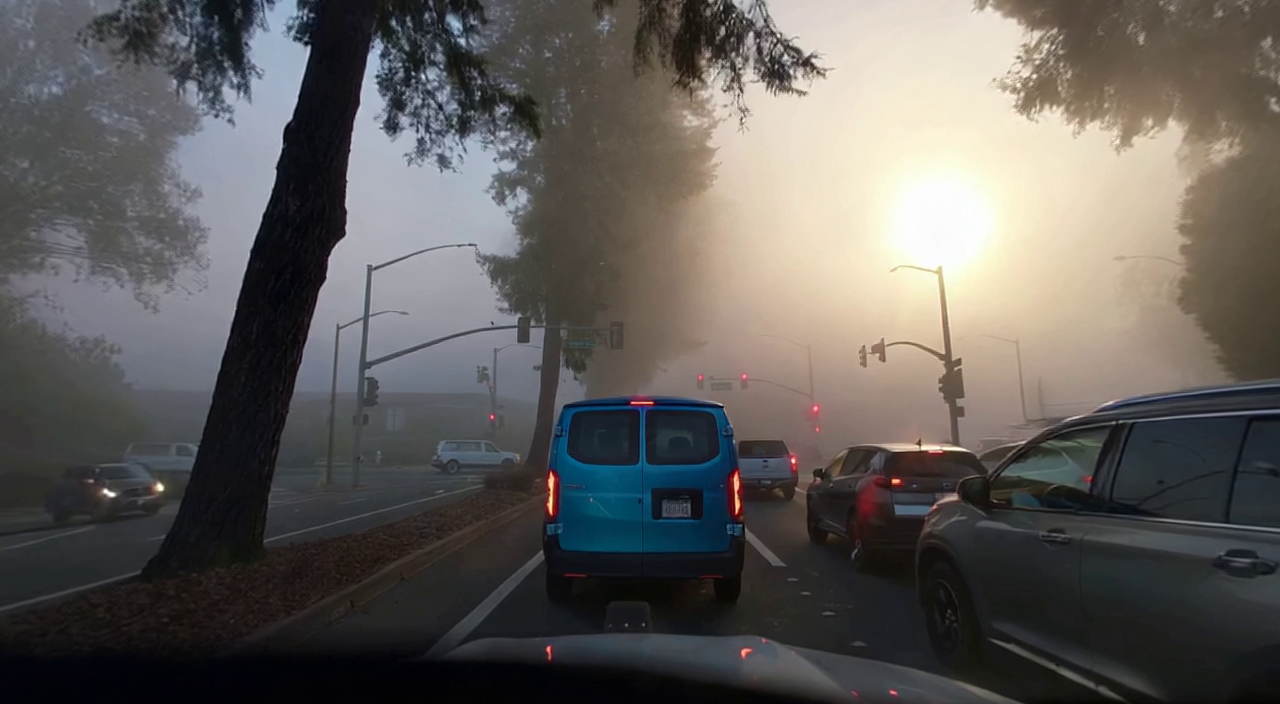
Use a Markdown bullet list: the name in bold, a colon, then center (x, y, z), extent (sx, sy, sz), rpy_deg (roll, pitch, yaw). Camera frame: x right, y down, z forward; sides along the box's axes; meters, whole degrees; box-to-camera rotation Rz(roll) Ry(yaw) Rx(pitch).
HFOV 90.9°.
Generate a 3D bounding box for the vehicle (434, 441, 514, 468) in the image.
- **vehicle**: center (-9.973, 6.144, 37.790), extent (4.479, 1.522, 2.003), rpy_deg (2, -9, -17)

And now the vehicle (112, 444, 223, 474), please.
- **vehicle**: center (-26.171, 5.917, 35.005), extent (4.498, 1.547, 1.886), rpy_deg (1, -8, -5)

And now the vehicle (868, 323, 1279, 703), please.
- **vehicle**: center (2.897, 0.950, 3.172), extent (1.971, 1.663, 4.287), rpy_deg (0, -8, 2)

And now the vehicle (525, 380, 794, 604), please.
- **vehicle**: center (0.179, 1.464, 7.421), extent (2.185, 1.822, 4.391), rpy_deg (0, -8, 1)

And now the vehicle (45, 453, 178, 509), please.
- **vehicle**: center (-18.009, 4.306, 21.442), extent (4.654, 1.488, 2.023), rpy_deg (-5, -5, 31)
